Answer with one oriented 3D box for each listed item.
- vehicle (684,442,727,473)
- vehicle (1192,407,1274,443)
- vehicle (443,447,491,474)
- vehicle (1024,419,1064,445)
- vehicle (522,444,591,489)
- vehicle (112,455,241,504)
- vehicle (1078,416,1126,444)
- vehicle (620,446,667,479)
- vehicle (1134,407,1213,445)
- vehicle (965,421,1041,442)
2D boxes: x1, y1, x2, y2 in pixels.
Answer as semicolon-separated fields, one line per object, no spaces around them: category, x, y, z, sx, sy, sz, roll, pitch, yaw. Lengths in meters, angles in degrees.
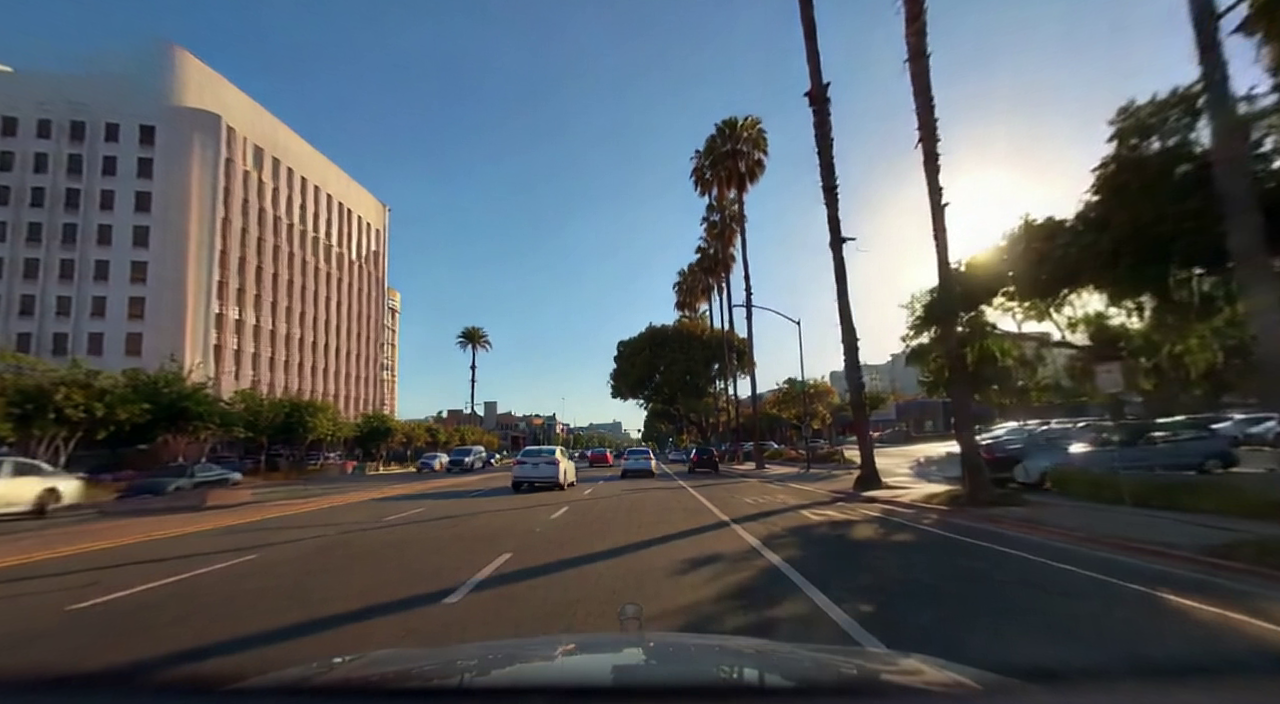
vehicle;4.011;6.571;39.452;2.108;1.785;4.334;0;-9;-1
vehicle;30.379;3.812;32.420;1.955;1.709;4.014;-5;-10;28
vehicle;-11.442;7.200;41.986;1.886;1.706;4.209;0;-9;1
vehicle;24.405;4.894;38.099;1.815;1.441;3.985;-7;-11;32
vehicle;-3.015;4.237;23.678;1.908;1.505;4.369;0;-9;1
vehicle;-17.393;4.763;23.911;1.831;1.611;3.912;0;-9;0
vehicle;27.694;4.733;37.879;1.781;1.592;3.879;-5;-10;29
vehicle;0.154;5.336;30.693;2.147;1.507;3.953;0;-9;0
vehicle;27.572;3.910;32.780;2.102;1.779;4.903;-5;-10;29
vehicle;27.831;6.172;48.483;1.663;1.499;4.774;5;-10;-32
